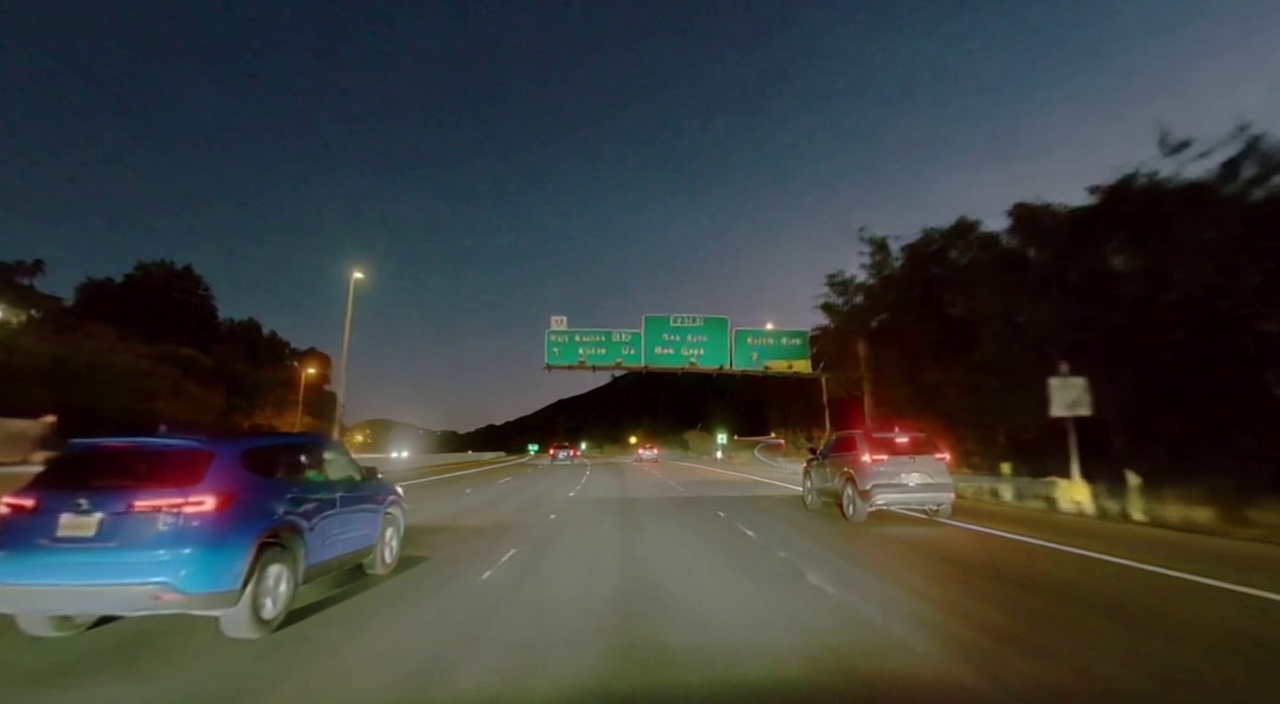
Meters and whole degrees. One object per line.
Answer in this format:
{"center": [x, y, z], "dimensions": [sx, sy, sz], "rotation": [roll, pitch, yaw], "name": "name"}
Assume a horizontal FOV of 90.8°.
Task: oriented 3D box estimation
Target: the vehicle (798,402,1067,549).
{"center": [4.464, 1.990, 10.782], "dimensions": [2.103, 1.903, 4.837], "rotation": [0, -9, -2], "name": "vehicle"}

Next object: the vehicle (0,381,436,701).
{"center": [-3.759, 1.393, 5.873], "dimensions": [2.213, 1.766, 4.598], "rotation": [0, -9, 0], "name": "vehicle"}
